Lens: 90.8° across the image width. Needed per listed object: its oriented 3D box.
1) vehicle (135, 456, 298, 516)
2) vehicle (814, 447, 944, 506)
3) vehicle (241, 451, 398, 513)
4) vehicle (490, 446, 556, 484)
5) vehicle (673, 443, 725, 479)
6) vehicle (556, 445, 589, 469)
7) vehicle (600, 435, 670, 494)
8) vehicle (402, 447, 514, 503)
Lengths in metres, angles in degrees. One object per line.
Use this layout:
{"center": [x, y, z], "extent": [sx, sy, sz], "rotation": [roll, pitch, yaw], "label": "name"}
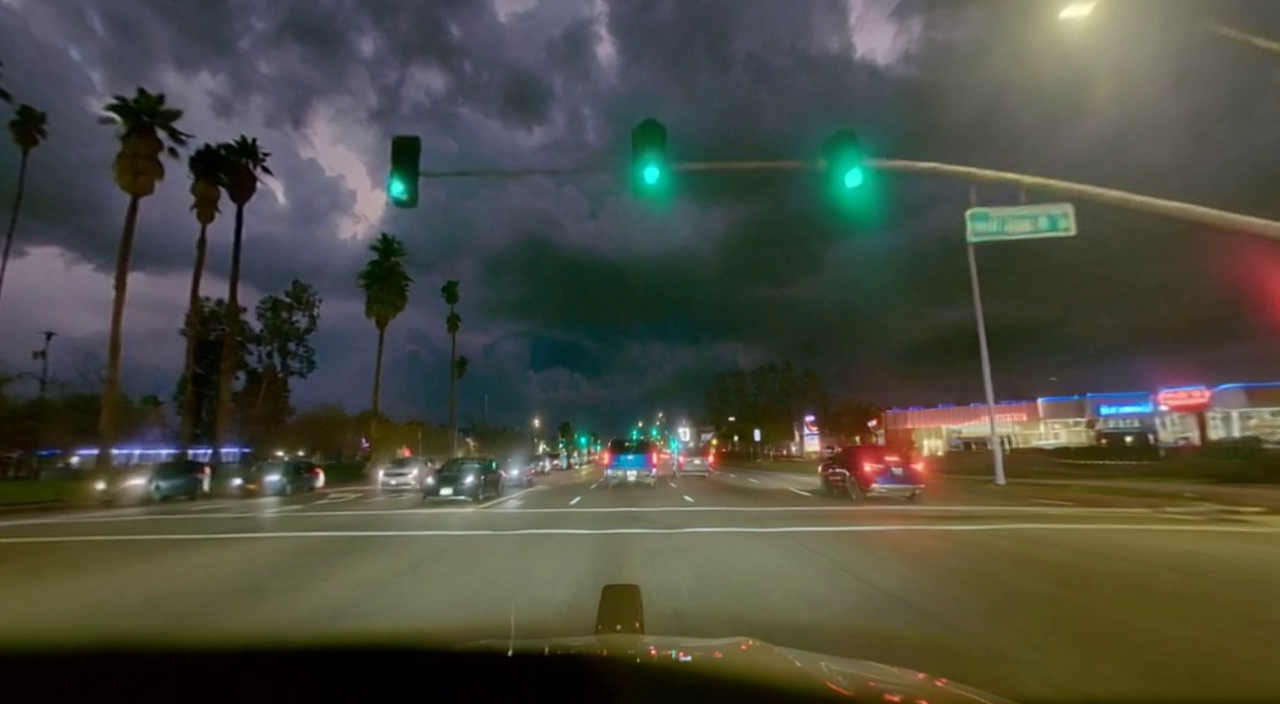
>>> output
{"center": [-11.957, 3.774, 18.259], "extent": [1.850, 1.414, 4.184], "rotation": [0, -8, -1], "label": "vehicle"}
{"center": [6.653, 3.474, 18.181], "extent": [1.944, 1.447, 4.309], "rotation": [0, -8, -2], "label": "vehicle"}
{"center": [-8.625, 3.498, 17.525], "extent": [2.061, 1.415, 4.289], "rotation": [0, -8, 1], "label": "vehicle"}
{"center": [-5.131, 5.002, 28.322], "extent": [2.036, 1.541, 4.107], "rotation": [-1, -8, 2], "label": "vehicle"}
{"center": [2.900, 5.497, 32.227], "extent": [2.112, 1.710, 4.234], "rotation": [0, -8, -2], "label": "vehicle"}
{"center": [-5.164, 8.098, 49.060], "extent": [2.160, 1.769, 4.494], "rotation": [0, -8, -1], "label": "vehicle"}
{"center": [-0.190, 3.752, 21.514], "extent": [2.151, 1.787, 4.109], "rotation": [0, -8, -1], "label": "vehicle"}
{"center": [-5.254, 3.584, 18.882], "extent": [2.030, 1.441, 4.324], "rotation": [0, -8, 0], "label": "vehicle"}
